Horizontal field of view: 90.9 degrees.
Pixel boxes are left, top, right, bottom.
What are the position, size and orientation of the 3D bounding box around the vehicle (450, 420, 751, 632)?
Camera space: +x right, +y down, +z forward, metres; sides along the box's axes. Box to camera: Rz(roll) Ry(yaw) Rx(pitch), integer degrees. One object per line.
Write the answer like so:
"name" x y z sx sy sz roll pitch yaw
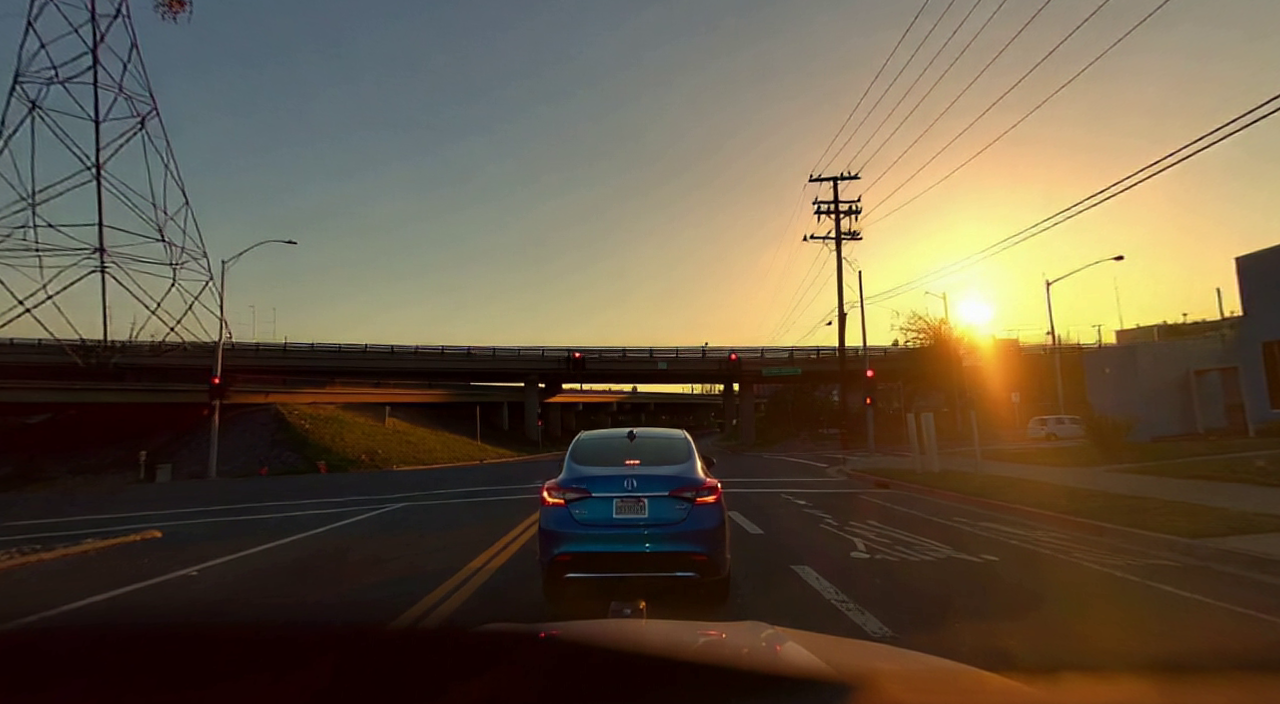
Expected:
"vehicle" -0.241 1.524 6.473 2.090 1.458 4.033 -1 -9 1
